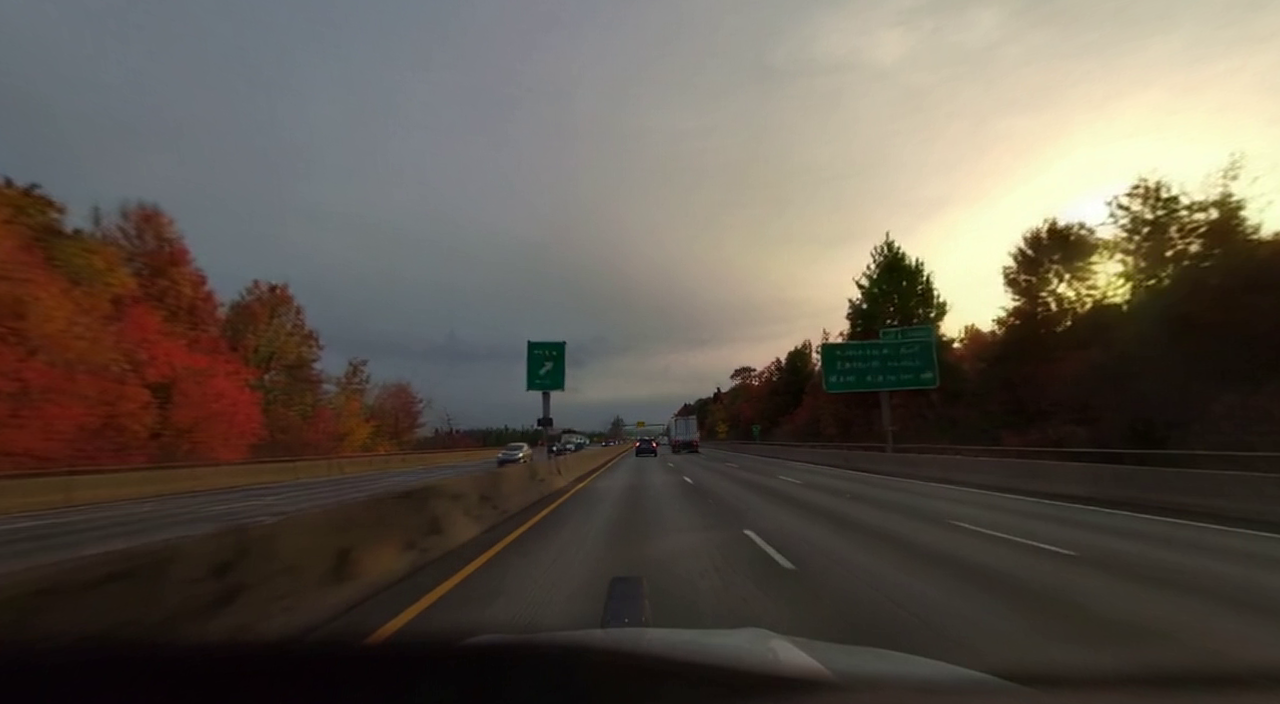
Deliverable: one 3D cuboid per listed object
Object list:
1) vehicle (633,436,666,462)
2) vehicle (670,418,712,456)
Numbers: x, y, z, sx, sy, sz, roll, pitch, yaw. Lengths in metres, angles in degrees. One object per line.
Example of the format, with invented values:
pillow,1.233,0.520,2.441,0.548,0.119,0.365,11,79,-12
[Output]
vehicle,0.591,5.986,38.815,1.924,1.498,3.817,0,-8,1
vehicle,3.730,6.448,47.321,2.691,2.646,6.279,0,-8,0
